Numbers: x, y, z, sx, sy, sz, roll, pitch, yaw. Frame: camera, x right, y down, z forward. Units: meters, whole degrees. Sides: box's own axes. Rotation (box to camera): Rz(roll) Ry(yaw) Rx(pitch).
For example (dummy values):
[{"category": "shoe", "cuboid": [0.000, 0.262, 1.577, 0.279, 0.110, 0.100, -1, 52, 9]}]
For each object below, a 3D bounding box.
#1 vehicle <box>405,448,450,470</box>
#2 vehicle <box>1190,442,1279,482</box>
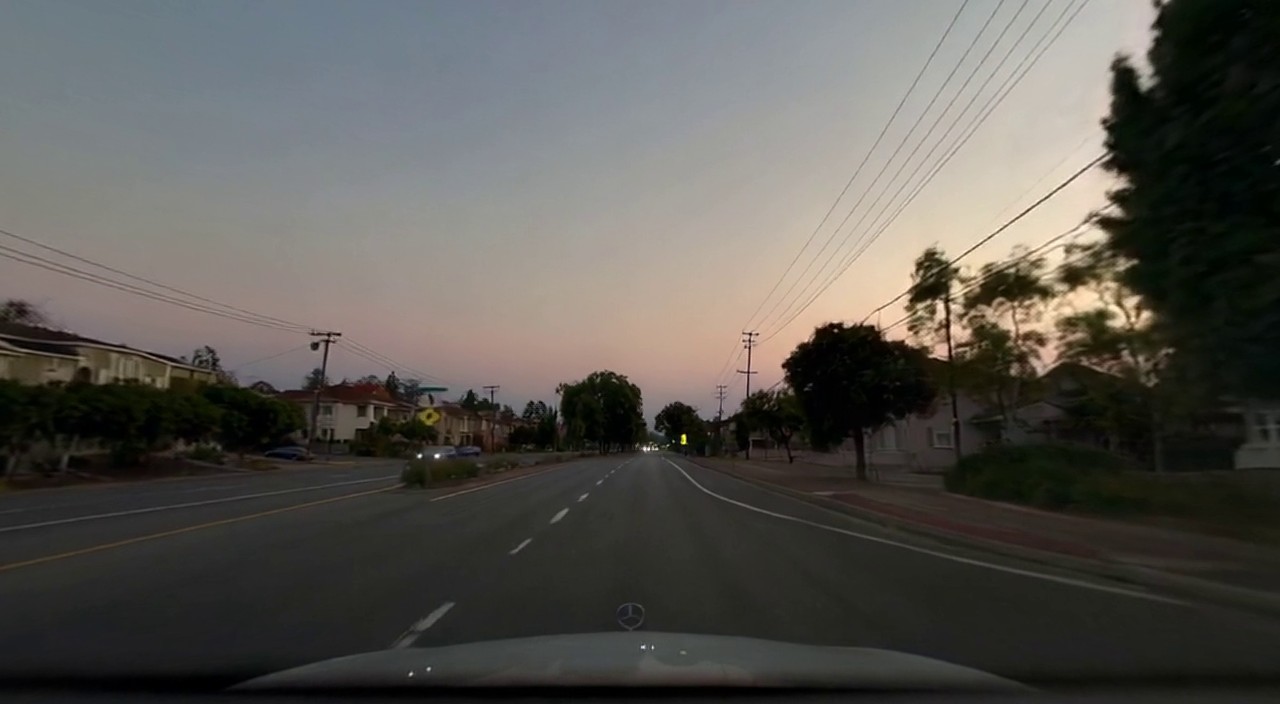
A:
[{"category": "vehicle", "cuboid": [-15.236, 7.662, 45.475, 1.808, 1.466, 4.420, 0, -8, -2]}, {"category": "vehicle", "cuboid": [42.964, 7.714, 44.673, 2.262, 2.655, 5.672, 1, -8, -6]}]
